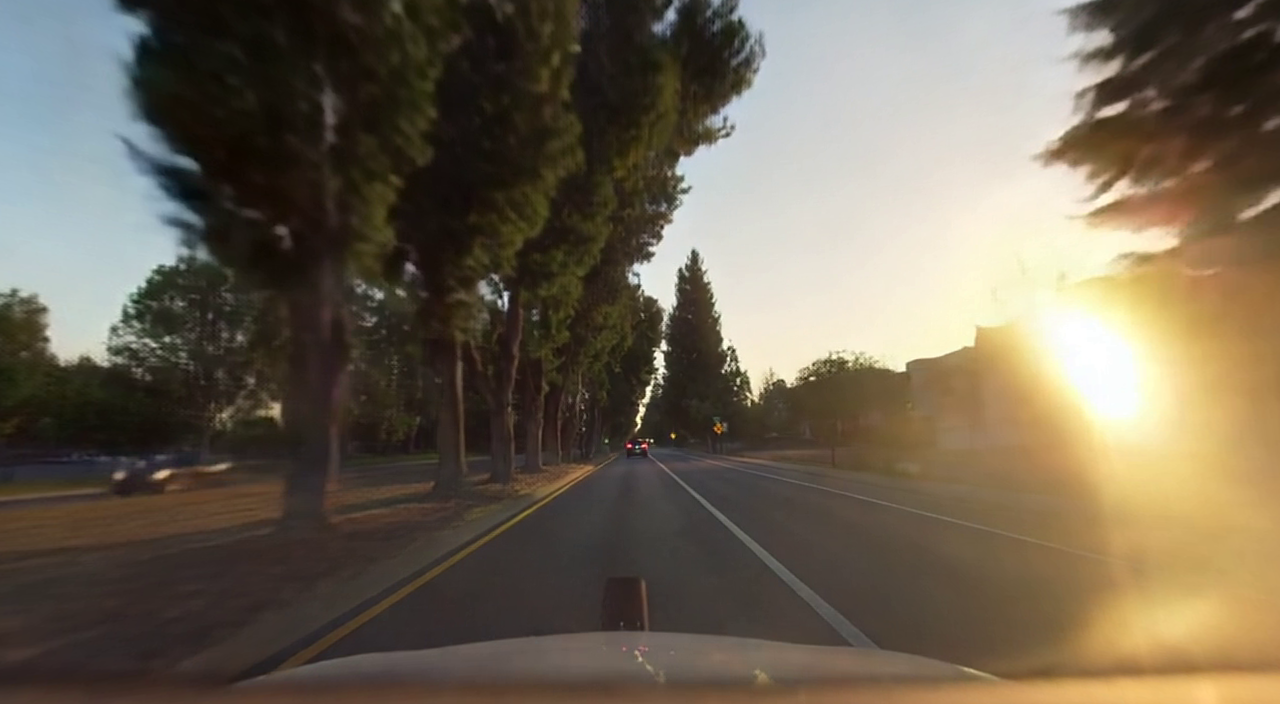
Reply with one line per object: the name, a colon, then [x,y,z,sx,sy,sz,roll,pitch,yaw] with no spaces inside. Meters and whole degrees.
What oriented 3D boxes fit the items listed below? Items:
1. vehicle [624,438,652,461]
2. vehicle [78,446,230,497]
vehicle: [-0.178,7.396,48.022,2.016,1.665,3.932,0,-8,-1]
vehicle: [-17.915,4.379,23.638,1.986,1.649,4.573,0,-8,0]
